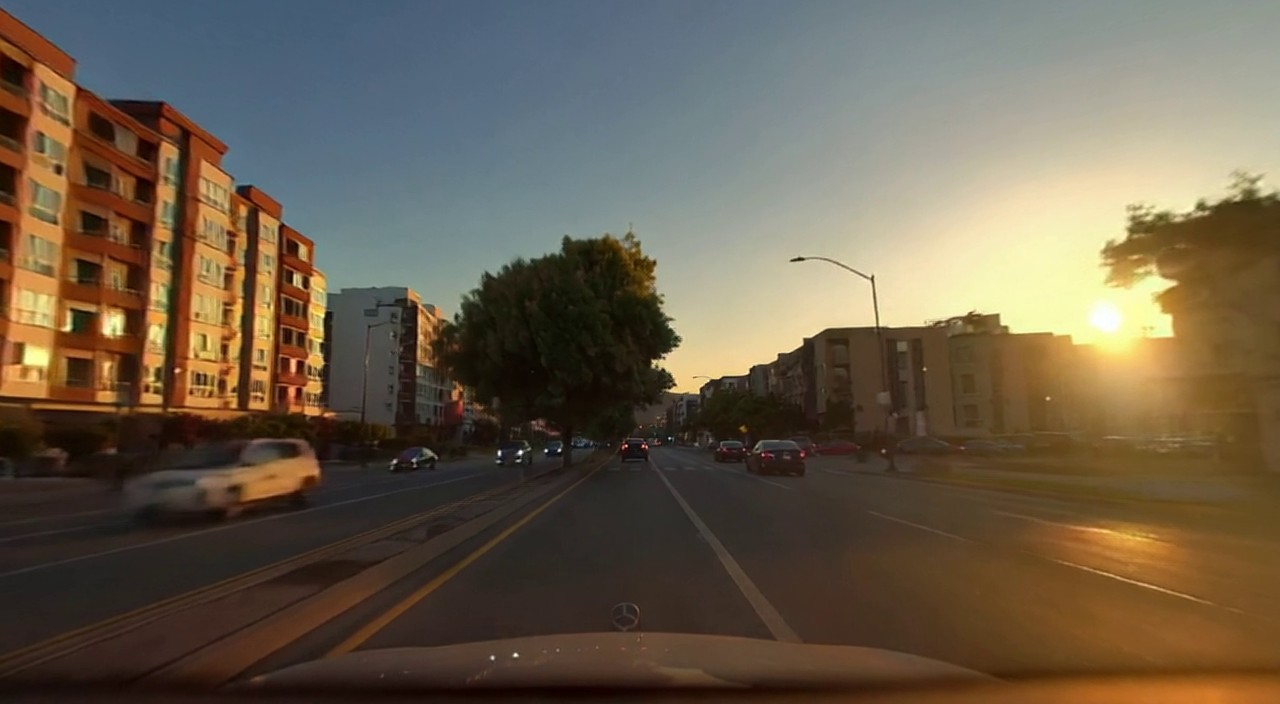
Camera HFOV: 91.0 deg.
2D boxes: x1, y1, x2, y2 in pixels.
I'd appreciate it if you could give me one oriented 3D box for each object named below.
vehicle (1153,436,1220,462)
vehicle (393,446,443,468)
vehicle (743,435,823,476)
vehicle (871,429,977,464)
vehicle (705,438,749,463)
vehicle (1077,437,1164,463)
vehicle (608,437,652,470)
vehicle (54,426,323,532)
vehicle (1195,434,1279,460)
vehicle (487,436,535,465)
[{"bbox_3d":[33.596,5.975,38.808,1.932,1.536,3.835,-3,-9,23],"label":"vehicle"},{"bbox_3d":[-16.100,7.635,45.860,1.977,1.514,4.720,0,-8,0],"label":"vehicle"},{"bbox_3d":[5.883,4.329,26.539,2.121,1.557,4.898,0,-8,-2],"label":"vehicle"},{"bbox_3d":[17.520,5.843,39.002,5.388,2.082,2.328,1,-9,-5],"label":"vehicle"},{"bbox_3d":[5.587,6.407,40.945,2.154,1.554,4.149,0,-8,-2],"label":"vehicle"},{"bbox_3d":[29.444,6.026,38.766,1.781,1.507,4.628,0,-9,2],"label":"vehicle"},{"bbox_3d":[-0.500,5.142,32.039,2.106,1.553,3.964,0,-8,-1],"label":"vehicle"},{"bbox_3d":[-8.590,2.428,12.658,2.013,1.737,4.510,0,-8,0],"label":"vehicle"},{"bbox_3d":[37.026,5.896,39.026,1.681,1.536,3.704,0,-8,0],"label":"vehicle"},{"bbox_3d":[-8.875,6.851,43.739,2.357,1.894,4.864,0,-9,0],"label":"vehicle"}]
